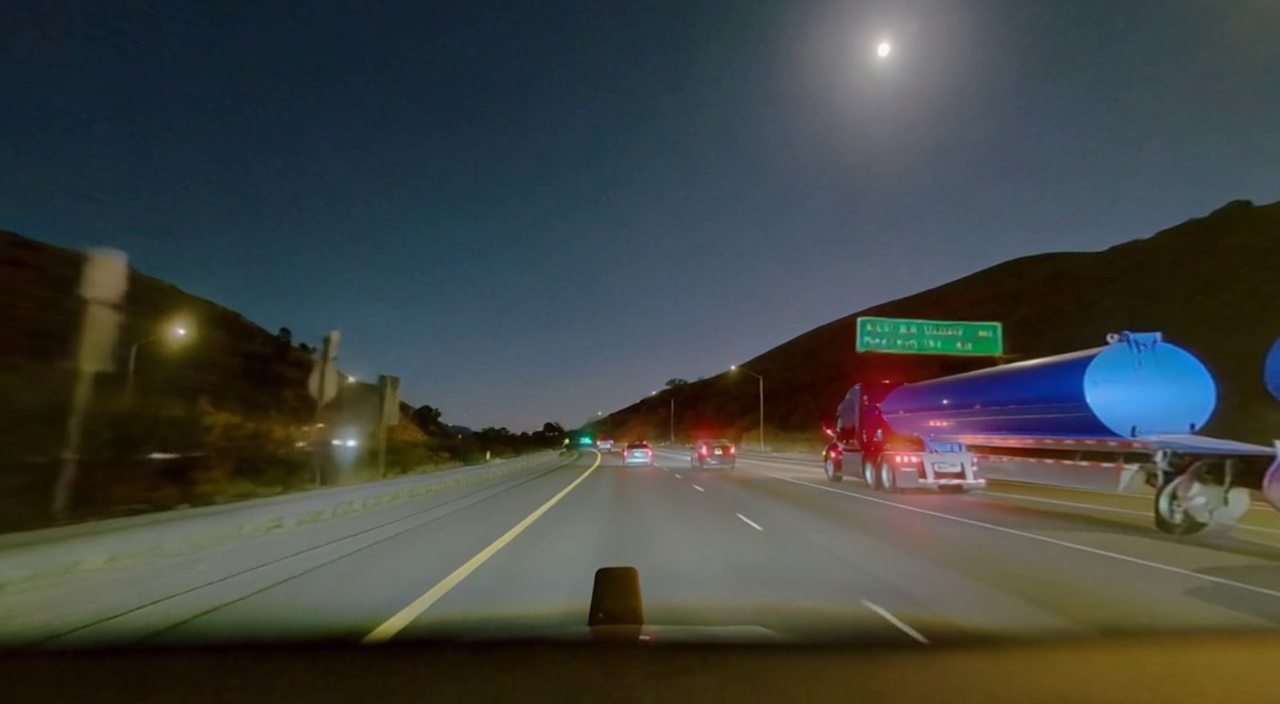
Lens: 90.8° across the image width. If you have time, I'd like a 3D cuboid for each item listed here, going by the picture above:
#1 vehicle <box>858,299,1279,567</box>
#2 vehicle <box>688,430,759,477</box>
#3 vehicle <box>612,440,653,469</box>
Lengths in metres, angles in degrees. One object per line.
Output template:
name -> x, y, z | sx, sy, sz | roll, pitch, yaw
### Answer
vehicle -> 7.394, 1.583, 11.869 | 2.880, 2.975, 9.608 | 0, -9, -2
vehicle -> 3.361, 4.219, 26.400 | 2.098, 1.794, 4.561 | 0, -9, -3
vehicle -> -0.471, 5.558, 34.294 | 2.083, 1.477, 3.965 | 0, -9, -2
